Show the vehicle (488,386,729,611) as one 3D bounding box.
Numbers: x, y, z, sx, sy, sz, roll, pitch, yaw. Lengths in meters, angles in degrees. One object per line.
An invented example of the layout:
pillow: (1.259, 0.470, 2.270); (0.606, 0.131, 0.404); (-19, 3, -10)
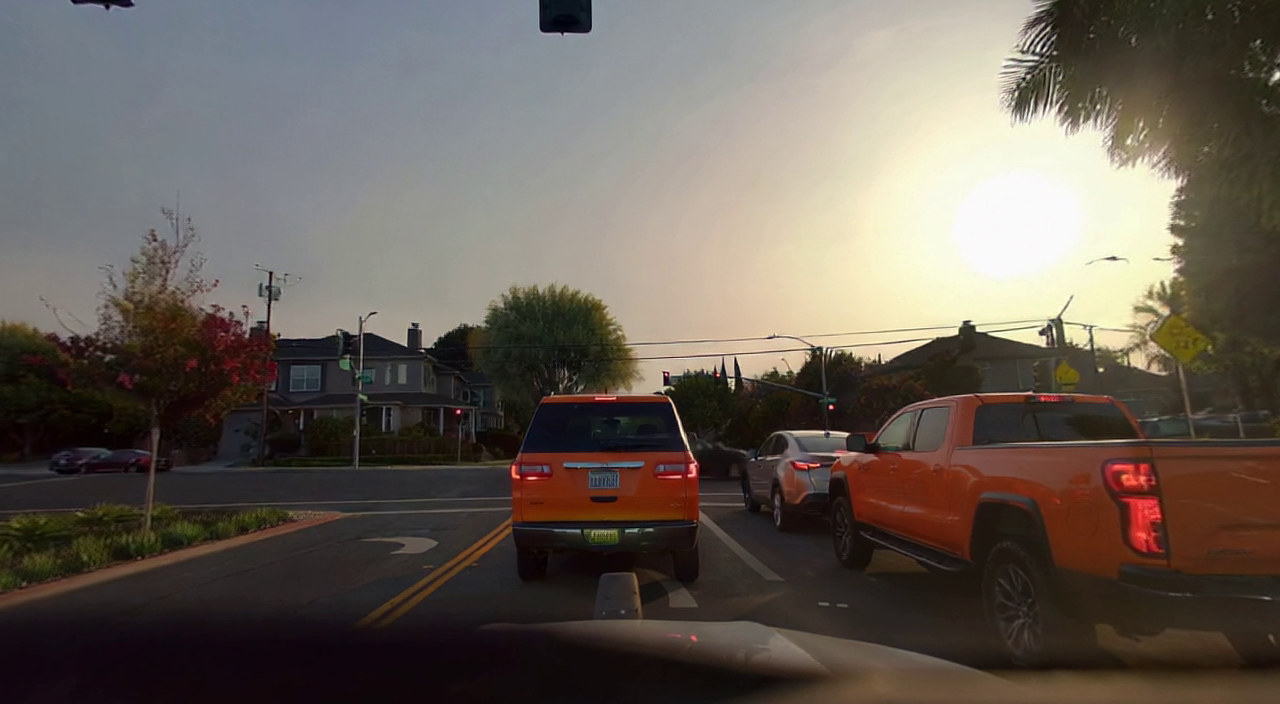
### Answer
vehicle: (-0.256, 1.408, 6.805); (1.915, 1.780, 3.379); (0, -8, 0)

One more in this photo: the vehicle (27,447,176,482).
vehicle: (-22.923, 4.783, 27.059); (4.533, 1.350, 1.714); (0, -8, -9)

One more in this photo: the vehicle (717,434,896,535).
vehicle: (2.716, 2.266, 11.528); (1.952, 1.465, 4.421); (0, -8, -1)

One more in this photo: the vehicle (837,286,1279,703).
vehicle: (2.978, 0.977, 3.796); (1.886, 1.849, 5.070); (0, -8, -1)
